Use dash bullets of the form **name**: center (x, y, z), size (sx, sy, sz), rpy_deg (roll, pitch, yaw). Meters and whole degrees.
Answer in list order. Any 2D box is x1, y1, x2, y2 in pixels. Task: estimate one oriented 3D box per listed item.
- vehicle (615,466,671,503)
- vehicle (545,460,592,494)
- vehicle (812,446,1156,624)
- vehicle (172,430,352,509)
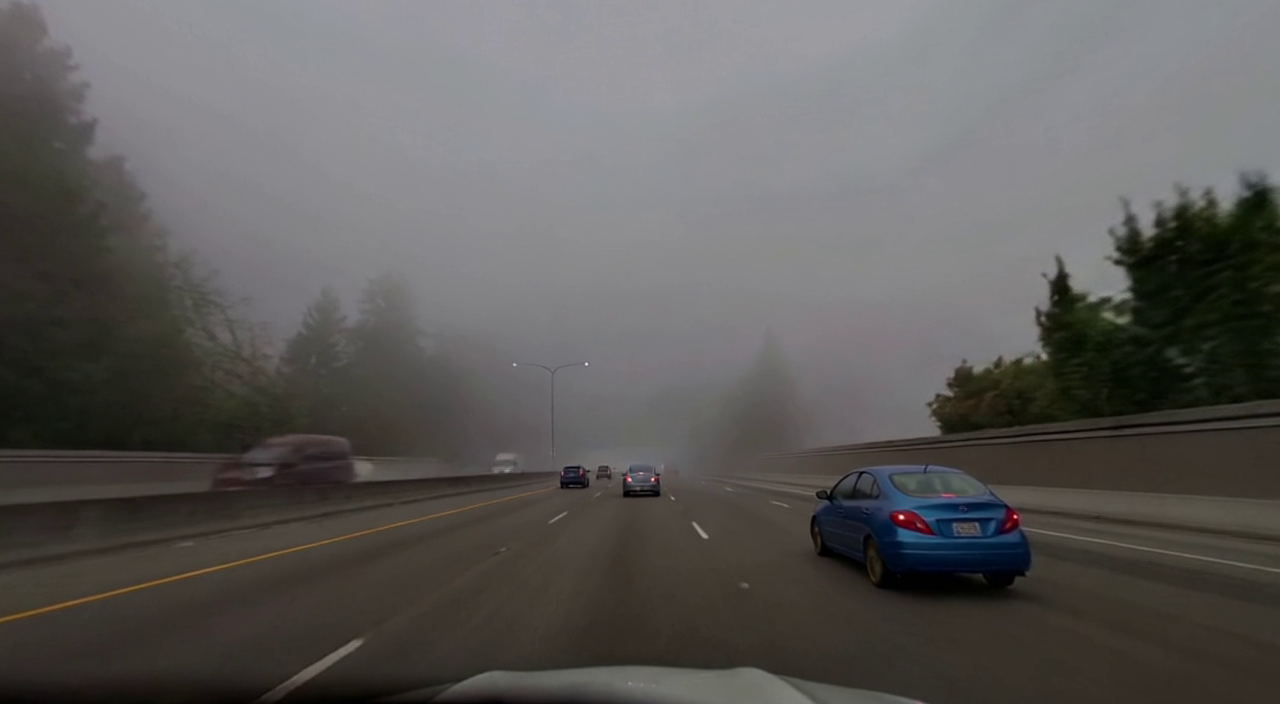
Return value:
- **vehicle**: center (0.126, 5.676, 27.329), size (2.241, 1.425, 3.973), rpy_deg (1, -10, 0)
- **vehicle**: center (-3.884, 6.872, 34.797), size (2.021, 1.706, 4.247), rpy_deg (1, -10, 1)
- **vehicle**: center (3.645, 2.007, 7.658), size (1.938, 1.561, 3.786), rpy_deg (1, -10, -1)
- **vehicle**: center (-12.119, 3.876, 20.874), size (2.405, 2.227, 5.519), rpy_deg (1, -10, 0)
